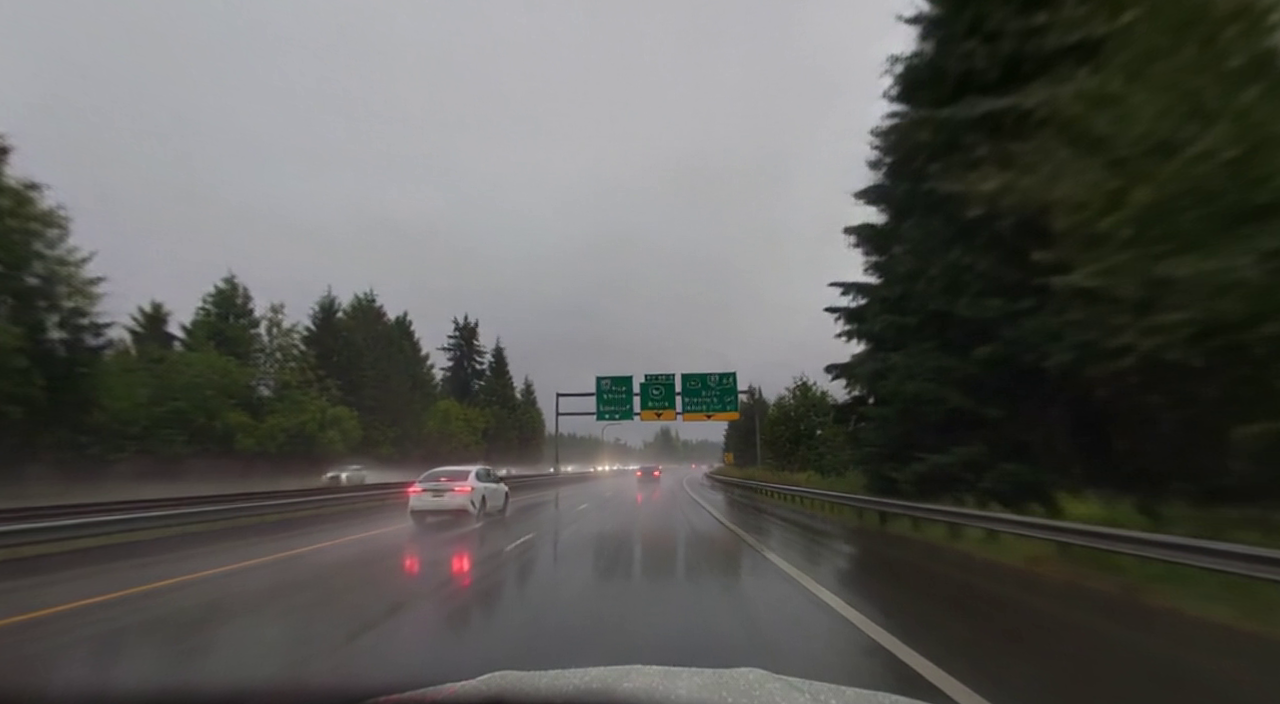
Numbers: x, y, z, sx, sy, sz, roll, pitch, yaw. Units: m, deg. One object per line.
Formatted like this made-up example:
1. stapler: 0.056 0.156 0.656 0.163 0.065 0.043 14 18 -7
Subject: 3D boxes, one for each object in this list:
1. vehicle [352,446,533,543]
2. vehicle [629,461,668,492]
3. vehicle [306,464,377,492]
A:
1. vehicle: -3.710 2.827 12.958 2.063 1.556 4.740 1 -10 1
2. vehicle: 0.552 7.117 36.113 2.000 1.594 3.996 1 -10 3
3. vehicle: -18.169 7.669 38.546 1.962 1.525 4.395 1 -10 3
